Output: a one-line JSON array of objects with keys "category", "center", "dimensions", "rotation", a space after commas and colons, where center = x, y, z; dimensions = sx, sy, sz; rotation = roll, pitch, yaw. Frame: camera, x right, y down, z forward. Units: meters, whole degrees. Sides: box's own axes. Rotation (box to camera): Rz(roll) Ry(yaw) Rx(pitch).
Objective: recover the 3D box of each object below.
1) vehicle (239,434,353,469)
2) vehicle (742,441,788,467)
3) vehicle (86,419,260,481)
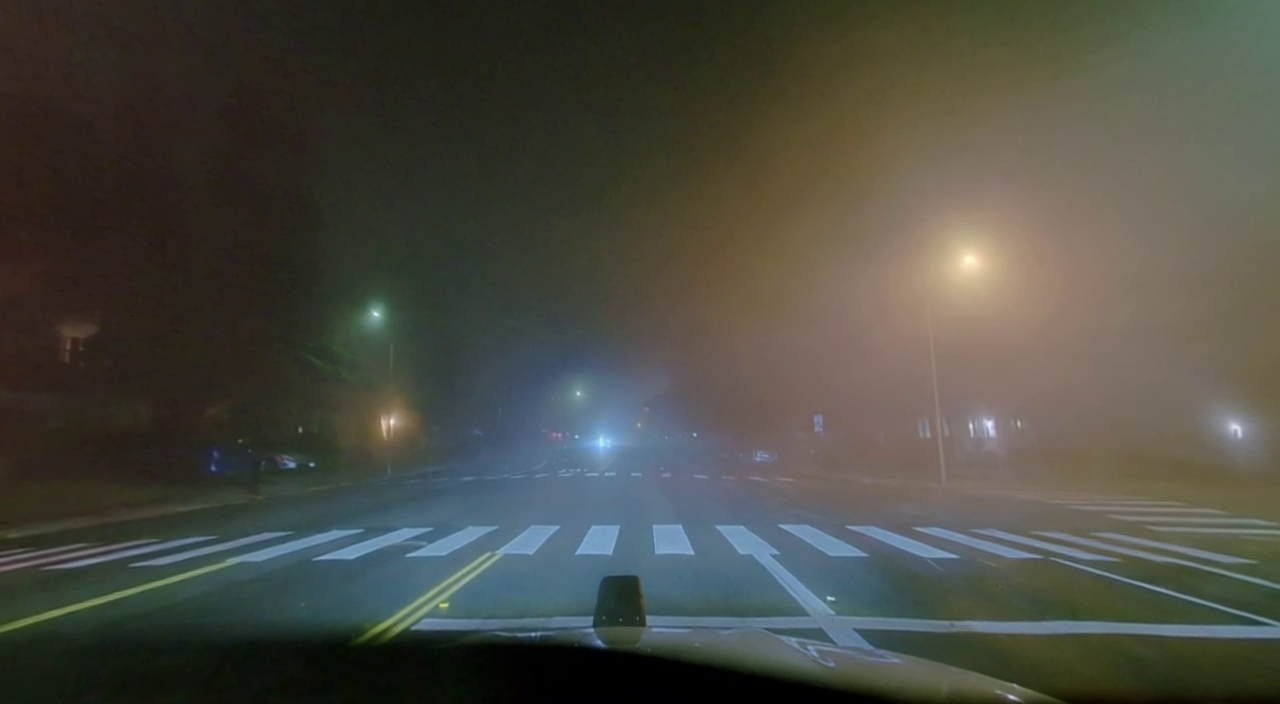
[{"category": "vehicle", "center": [-17.956, 5.224, 33.151], "dimensions": [4.743, 1.734, 1.994], "rotation": [0, -9, 0]}, {"category": "vehicle", "center": [8.004, 6.574, 40.891], "dimensions": [2.029, 1.554, 4.705], "rotation": [0, -9, 1]}, {"category": "vehicle", "center": [-17.938, 3.810, 24.503], "dimensions": [4.800, 2.259, 2.303], "rotation": [0, -9, 0]}]
